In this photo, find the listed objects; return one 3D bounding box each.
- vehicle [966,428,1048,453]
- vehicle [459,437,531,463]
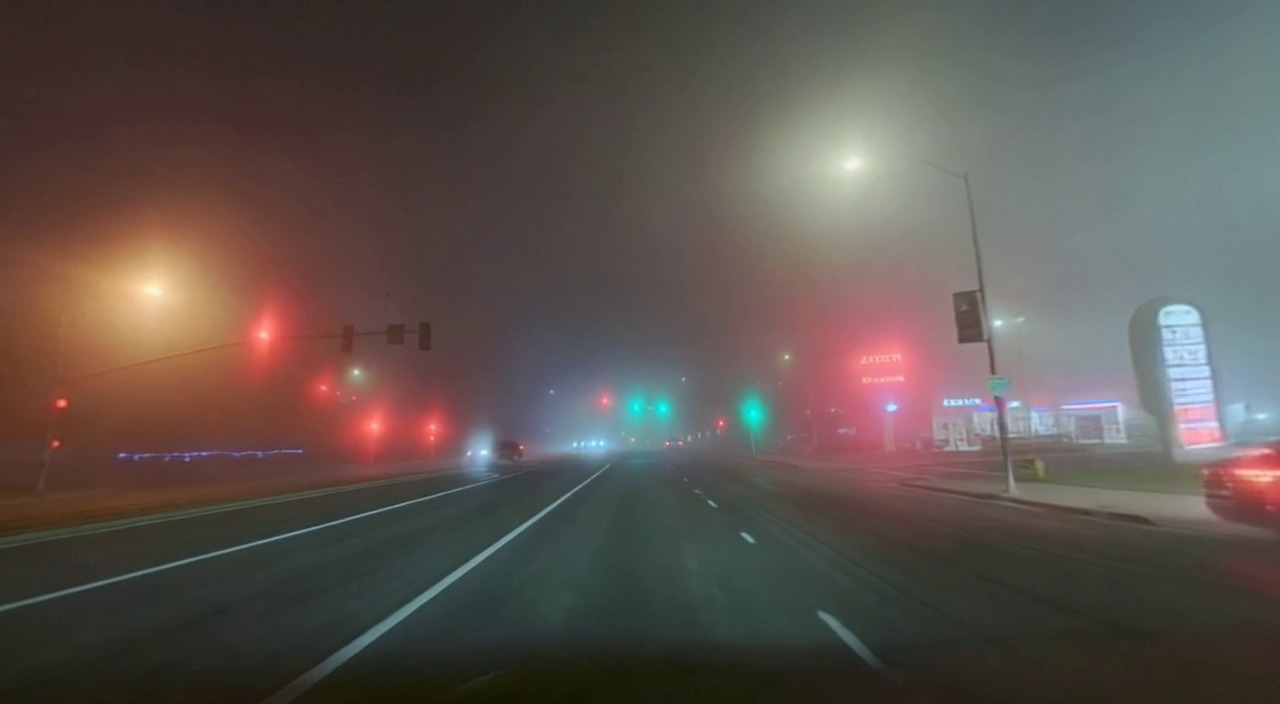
[{"bbox_3d":[22.402,5.409,38.469,4.694,1.481,1.884,4,-9,-25],"label":"vehicle"},{"bbox_3d":[-10.806,7.306,46.924,4.938,1.863,2.162,-5,-9,27],"label":"vehicle"}]
